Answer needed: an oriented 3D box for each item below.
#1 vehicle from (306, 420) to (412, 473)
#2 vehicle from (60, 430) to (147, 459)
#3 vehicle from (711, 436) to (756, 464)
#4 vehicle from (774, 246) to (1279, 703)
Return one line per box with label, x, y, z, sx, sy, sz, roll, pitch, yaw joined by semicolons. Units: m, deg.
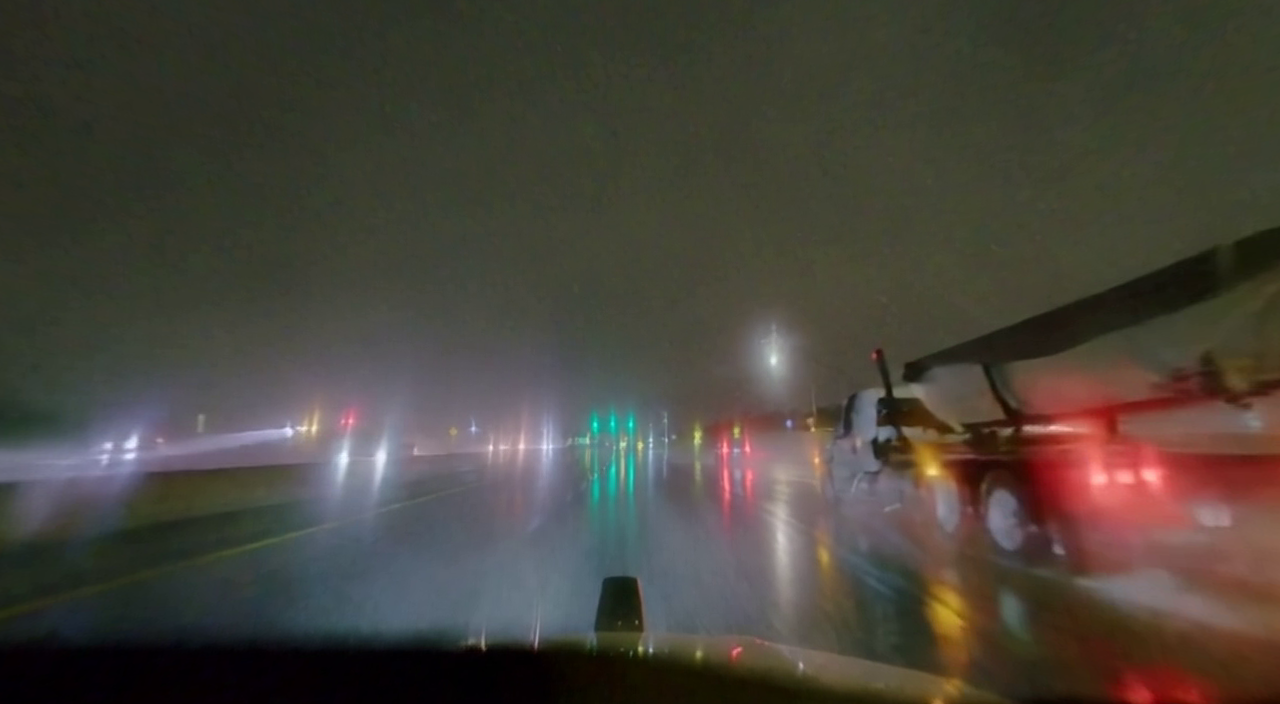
vehicle;-14.003;4.773;32.053;2.437;2.397;6.468;0;-8;-1
vehicle;-40.014;6.914;47.279;2.371;2.008;5.235;1;-9;-8
vehicle;6.125;6.504;41.926;2.104;1.723;4.538;0;-8;-2
vehicle;3.677;1.189;6.130;2.981;2.053;7.897;0;-8;0
